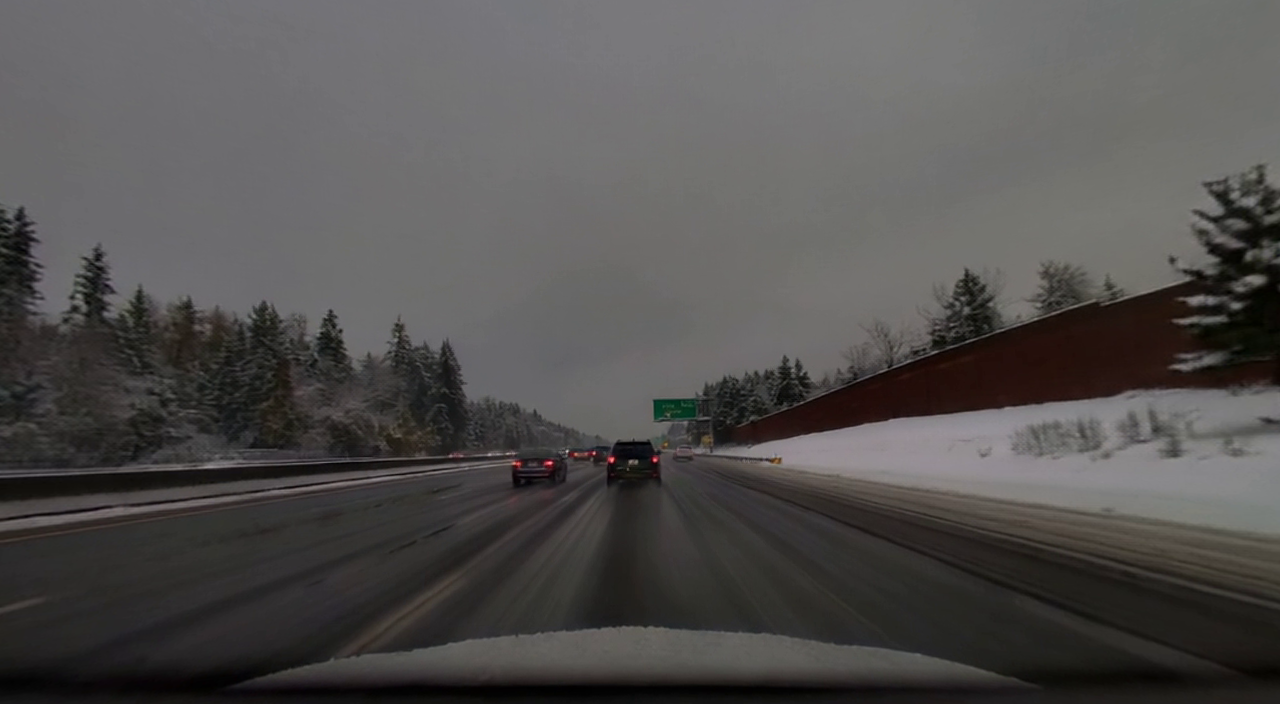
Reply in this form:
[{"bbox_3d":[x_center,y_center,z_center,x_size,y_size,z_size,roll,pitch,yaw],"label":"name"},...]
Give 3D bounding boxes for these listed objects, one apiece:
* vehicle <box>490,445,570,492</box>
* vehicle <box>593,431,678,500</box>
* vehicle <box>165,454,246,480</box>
[{"bbox_3d":[-3.684,3.982,21.953,1.967,1.442,4.143,0,-9,1],"label":"vehicle"},{"bbox_3d":[-0.097,3.309,18.781,2.233,1.804,4.273,0,-9,0],"label":"vehicle"},{"bbox_3d":[-27.750,7.326,40.482,1.876,1.480,4.607,0,-9,1],"label":"vehicle"}]
